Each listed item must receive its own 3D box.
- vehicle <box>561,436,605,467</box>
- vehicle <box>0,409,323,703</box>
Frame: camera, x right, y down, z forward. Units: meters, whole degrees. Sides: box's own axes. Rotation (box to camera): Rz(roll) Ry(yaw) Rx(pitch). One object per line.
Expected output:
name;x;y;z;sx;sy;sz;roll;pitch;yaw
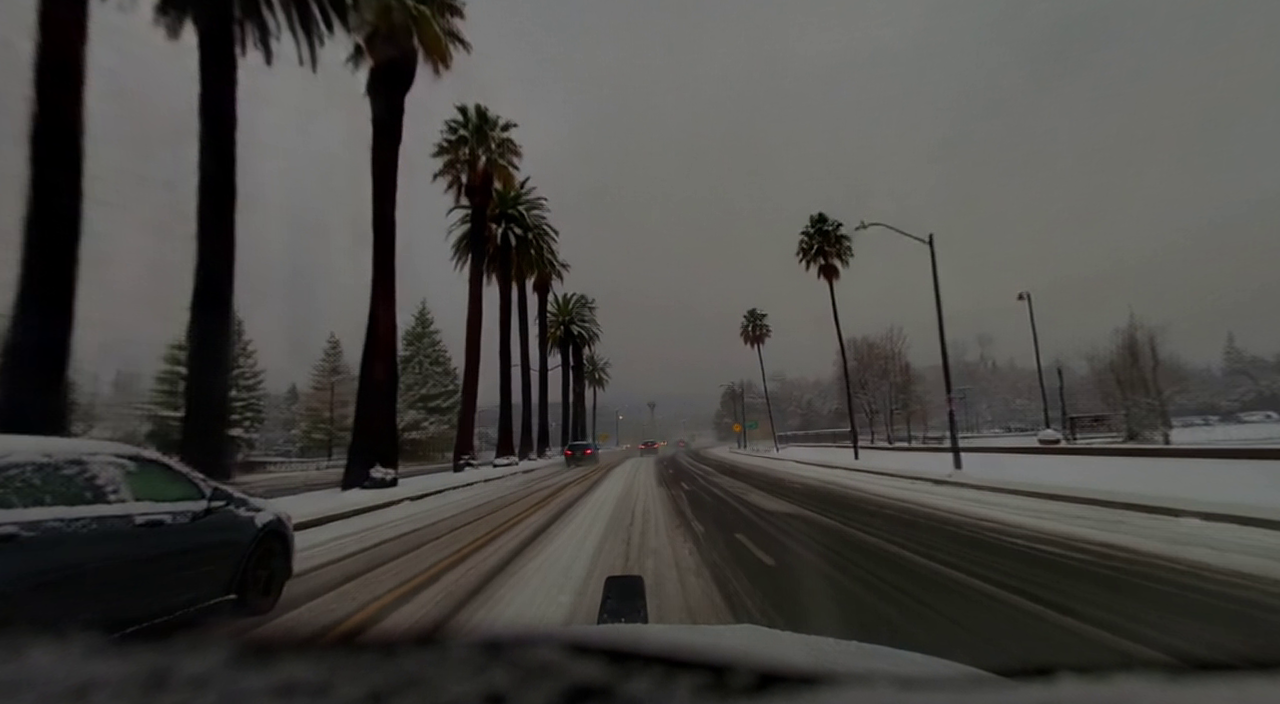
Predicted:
vehicle;-3.569;6.336;40.216;2.188;1.819;4.667;-1;-8;3
vehicle;-3.670;1.008;2.756;2.036;1.478;4.771;0;-8;0
